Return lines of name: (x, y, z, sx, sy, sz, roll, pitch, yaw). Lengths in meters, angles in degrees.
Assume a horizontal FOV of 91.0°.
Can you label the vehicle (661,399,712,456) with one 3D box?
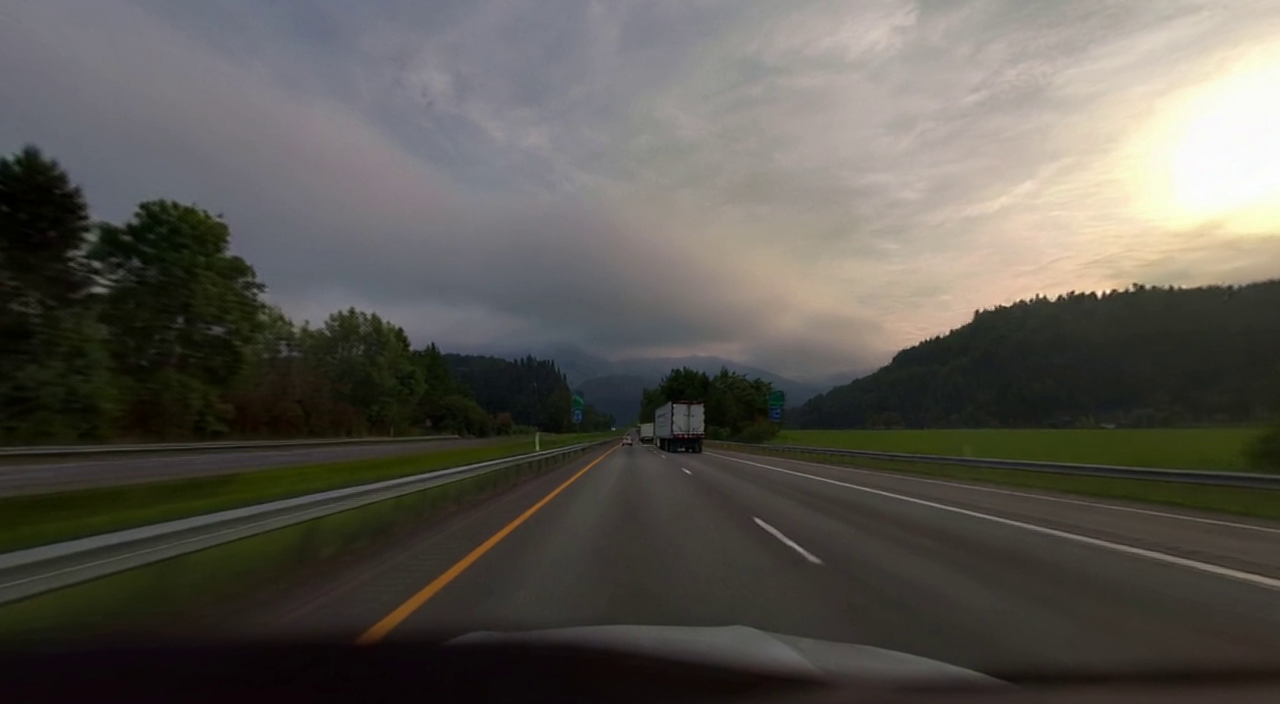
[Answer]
vehicle: (3.442, 5.994, 49.294, 3.004, 3.952, 10.263, 0, -8, -1)
